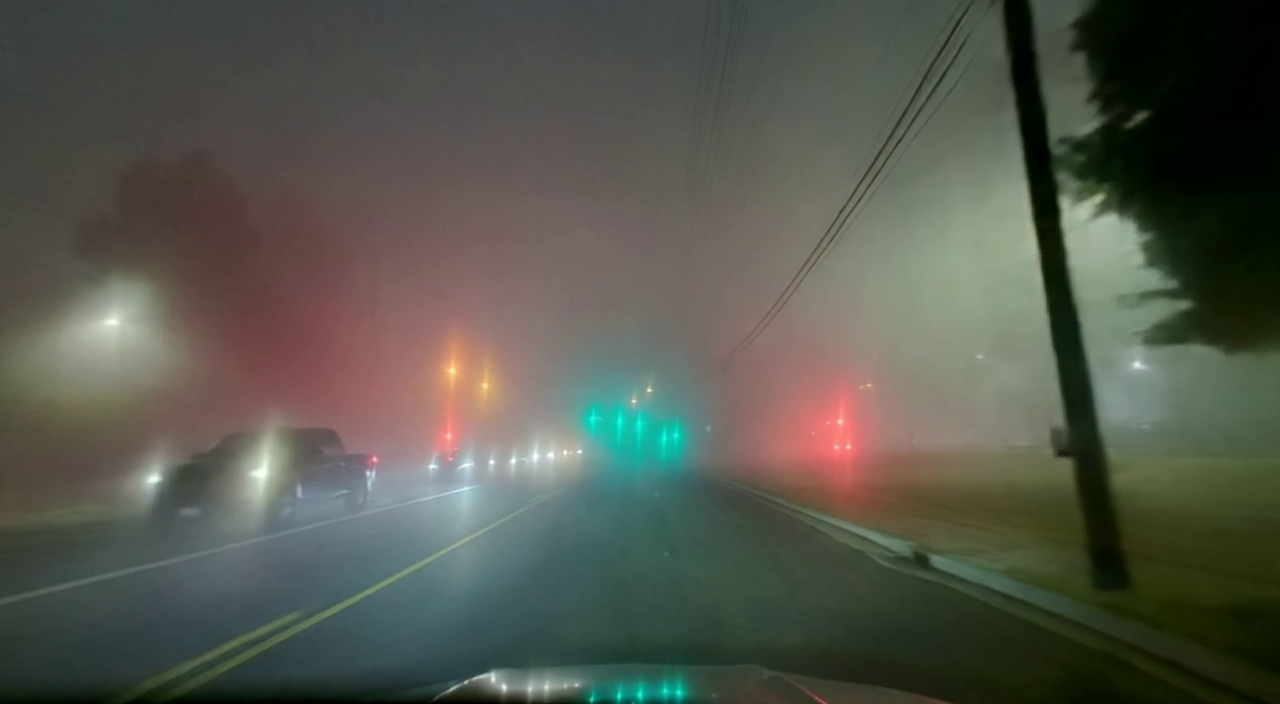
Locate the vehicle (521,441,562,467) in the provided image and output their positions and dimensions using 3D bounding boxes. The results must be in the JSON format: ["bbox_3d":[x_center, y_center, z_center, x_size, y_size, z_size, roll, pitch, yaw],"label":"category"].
[{"bbox_3d":[-7.090,7.397,46.017,2.101,1.768,5.040,0,-9,0],"label":"vehicle"}]

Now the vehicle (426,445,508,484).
[{"bbox_3d":[-7.157,4.694,26.745,2.030,1.482,4.818,0,-9,1],"label":"vehicle"}]

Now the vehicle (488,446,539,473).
[{"bbox_3d":[-7.119,6.100,36.051,2.008,1.456,4.409,0,-9,0],"label":"vehicle"}]

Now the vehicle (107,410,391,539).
[{"bbox_3d":[-6.712,2.174,11.796,2.337,1.862,4.924,1,-9,-4],"label":"vehicle"}]
